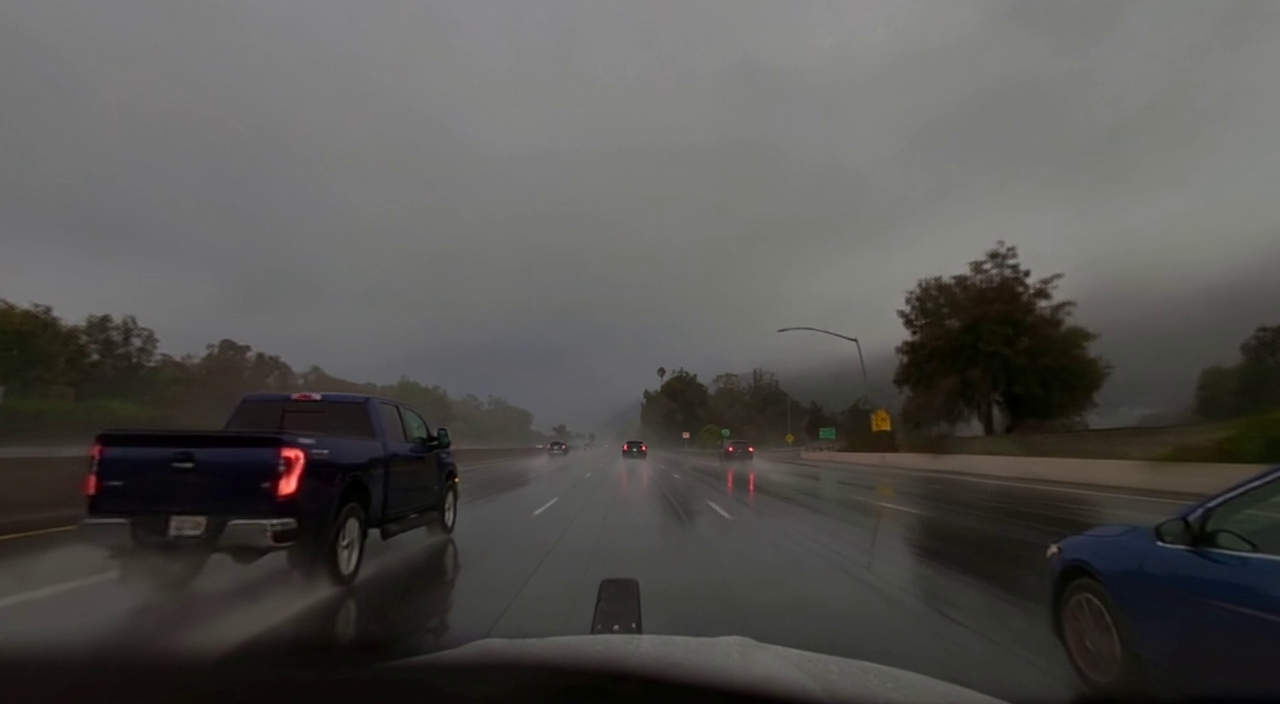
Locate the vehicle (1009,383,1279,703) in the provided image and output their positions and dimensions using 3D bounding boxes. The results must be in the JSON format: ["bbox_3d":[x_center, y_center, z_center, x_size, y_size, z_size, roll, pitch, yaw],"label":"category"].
[{"bbox_3d":[3.059,0.704,0.999,2.072,1.501,4.694,0,-9,-1],"label":"vehicle"}]

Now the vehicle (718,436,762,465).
[{"bbox_3d":[6.830,6.811,43.844,2.103,1.898,5.310,0,-9,-1],"label":"vehicle"}]

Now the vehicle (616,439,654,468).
[{"bbox_3d":[-0.335,6.227,38.828,2.157,1.642,4.189,0,-9,-1],"label":"vehicle"}]

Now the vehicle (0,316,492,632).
[{"bbox_3d":[-3.746,1.268,7.412,2.592,2.179,6.034,0,-9,0],"label":"vehicle"}]
